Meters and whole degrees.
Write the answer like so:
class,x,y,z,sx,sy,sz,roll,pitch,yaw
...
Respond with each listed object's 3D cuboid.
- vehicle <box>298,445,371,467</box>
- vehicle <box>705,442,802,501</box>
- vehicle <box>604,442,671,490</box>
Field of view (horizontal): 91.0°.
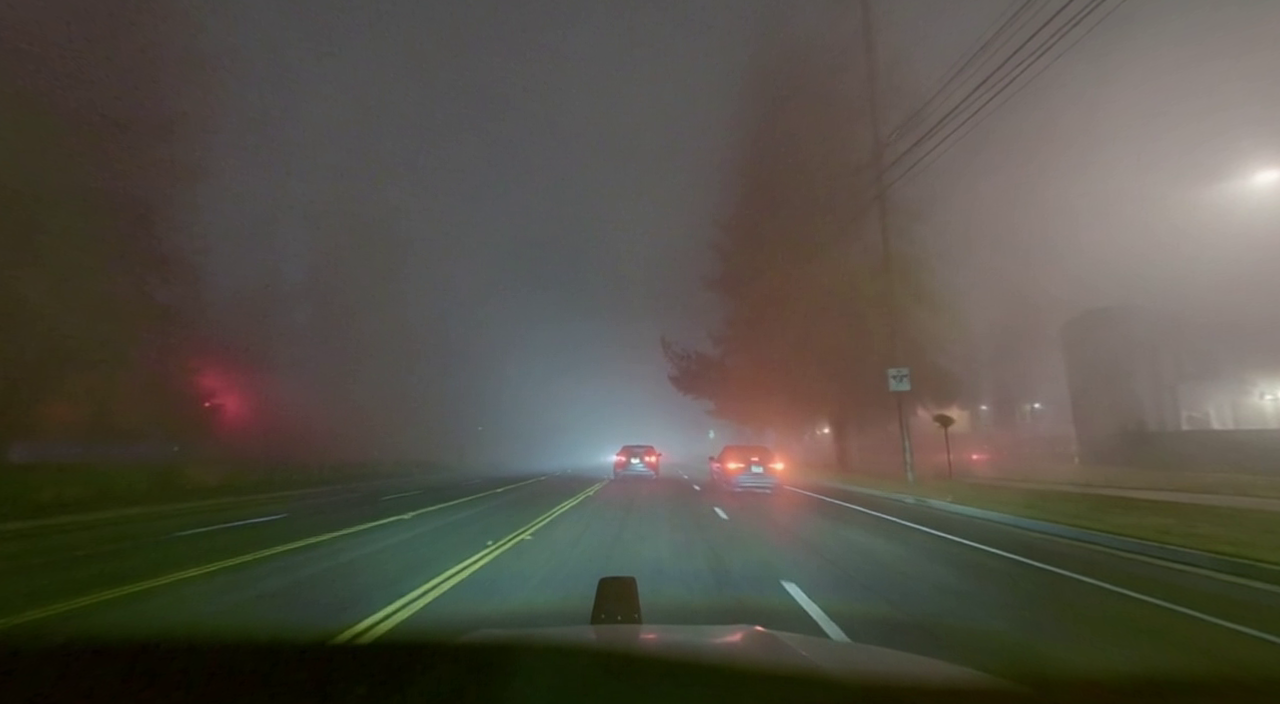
class,x,y,z,sx,sy,sz,roll,pitch,yaw
vehicle,-23.025,7.835,47.577,4.460,1.653,1.929,0,-8,1
vehicle,3.044,3.290,17.789,2.065,1.456,4.099,0,-8,1
vehicle,0.007,3.813,21.493,2.030,1.467,4.403,0,-8,2
